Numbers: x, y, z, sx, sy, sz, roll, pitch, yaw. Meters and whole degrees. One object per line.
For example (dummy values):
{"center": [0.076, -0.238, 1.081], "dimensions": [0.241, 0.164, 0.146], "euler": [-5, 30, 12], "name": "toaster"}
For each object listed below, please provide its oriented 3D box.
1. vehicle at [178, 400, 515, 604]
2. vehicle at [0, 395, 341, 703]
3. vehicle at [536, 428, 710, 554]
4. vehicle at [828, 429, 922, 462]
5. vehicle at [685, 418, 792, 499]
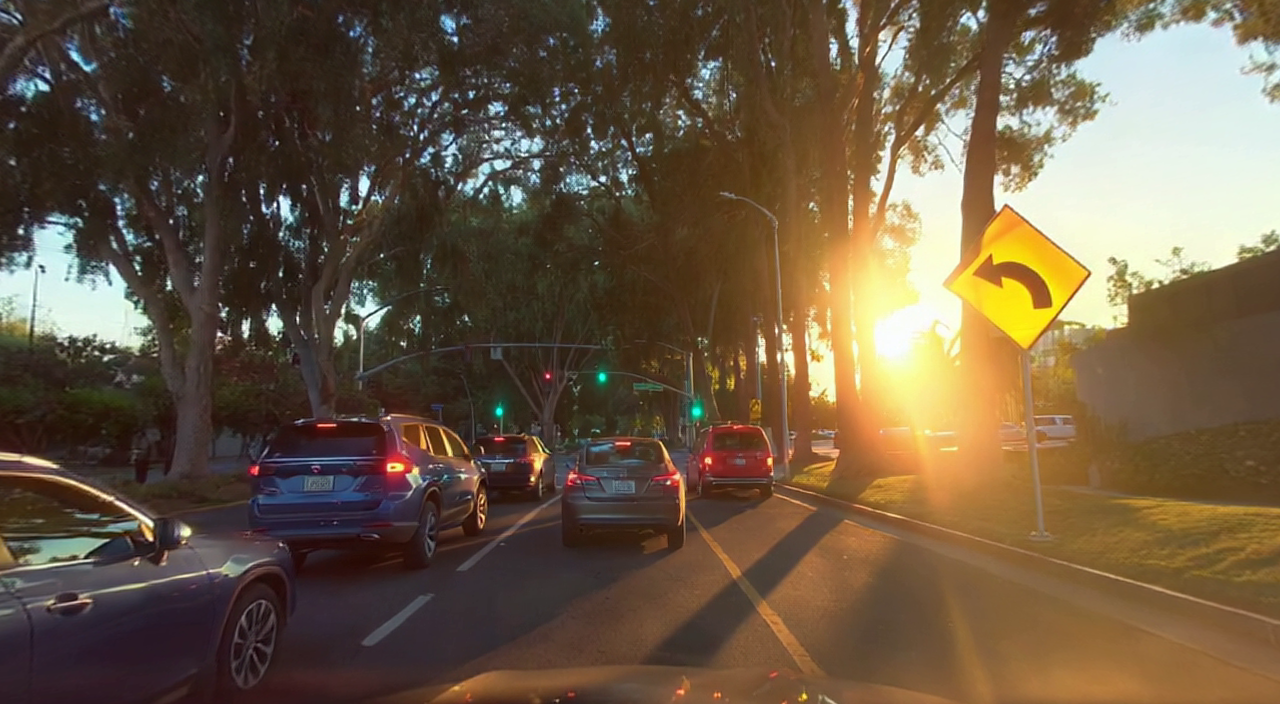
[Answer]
{"center": [-2.899, 1.574, 7.446], "dimensions": [1.964, 1.712, 4.097], "euler": [0, -8, 0], "name": "vehicle"}
{"center": [-2.925, 0.839, 1.616], "dimensions": [1.974, 1.484, 4.716], "euler": [0, -8, 0], "name": "vehicle"}
{"center": [-0.252, 1.916, 9.352], "dimensions": [2.025, 1.453, 3.848], "euler": [0, -8, -2], "name": "vehicle"}
{"center": [11.379, 4.558, 30.694], "dimensions": [3.883, 1.534, 1.779], "euler": [0, -8, 2], "name": "vehicle"}
{"center": [2.446, 2.809, 16.880], "dimensions": [2.059, 1.864, 4.541], "euler": [0, -8, -1], "name": "vehicle"}
